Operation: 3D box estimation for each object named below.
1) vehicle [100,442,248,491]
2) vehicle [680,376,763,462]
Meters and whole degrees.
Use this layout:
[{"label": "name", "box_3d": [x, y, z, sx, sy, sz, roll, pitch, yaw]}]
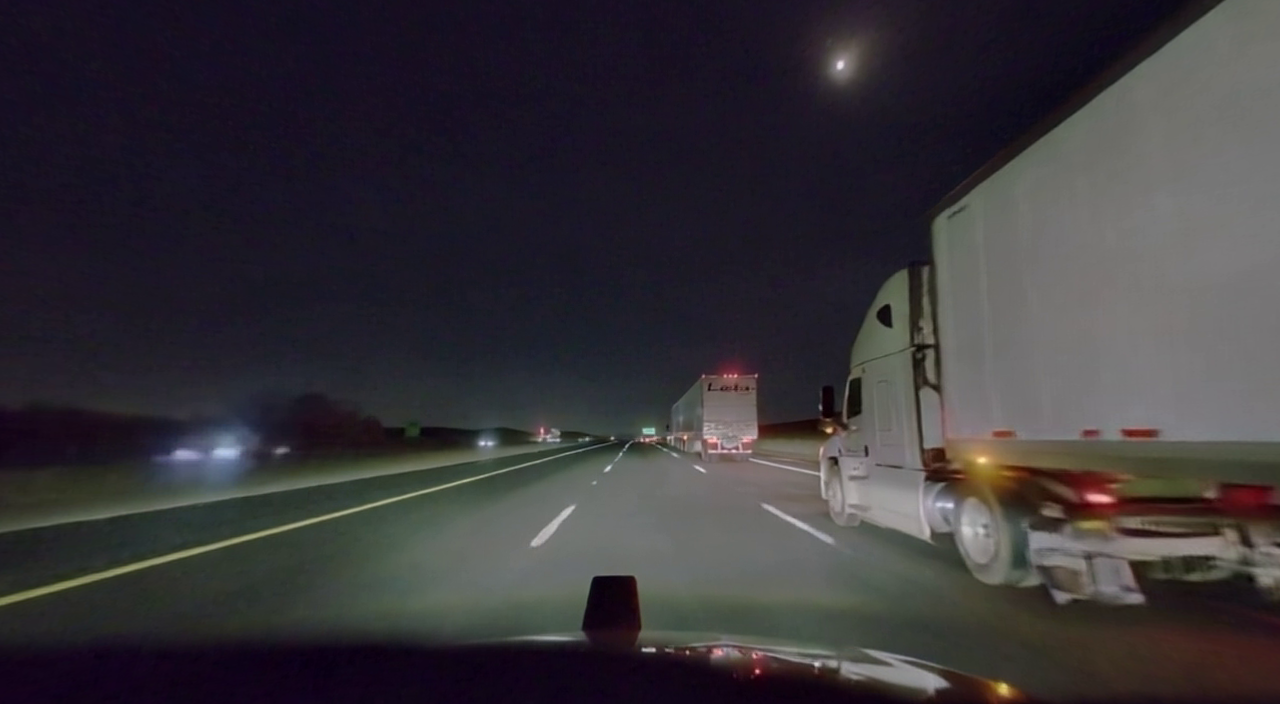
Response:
[{"label": "vehicle", "box_3d": [-15.757, 3.846, 21.588, 1.823, 1.465, 4.245, 0, -8, 0]}, {"label": "vehicle", "box_3d": [4.251, 4.092, 36.491, 2.920, 4.029, 13.900, 0, -8, 0]}]
